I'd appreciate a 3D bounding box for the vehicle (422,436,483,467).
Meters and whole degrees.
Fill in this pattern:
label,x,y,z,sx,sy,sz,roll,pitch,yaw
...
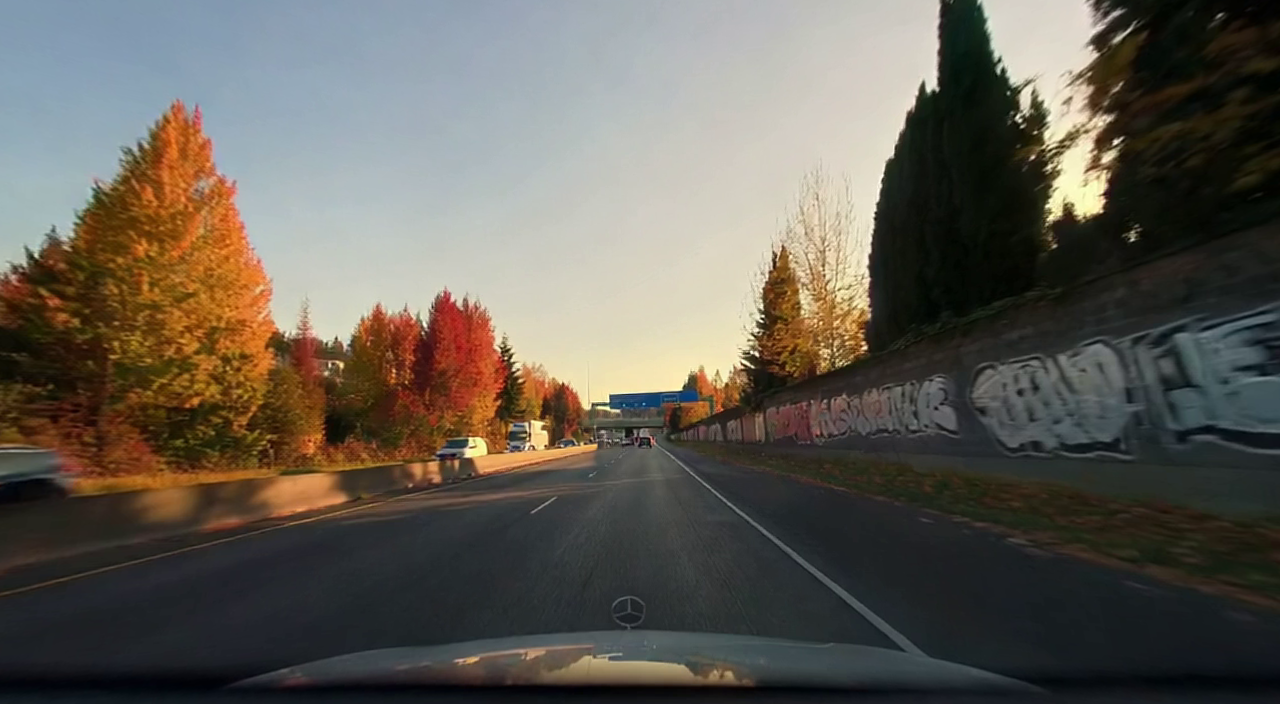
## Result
label,x,y,z,sx,sy,sz,roll,pitch,yaw
vehicle,-10.281,5.455,34.850,1.948,1.596,4.510,0,-8,1
